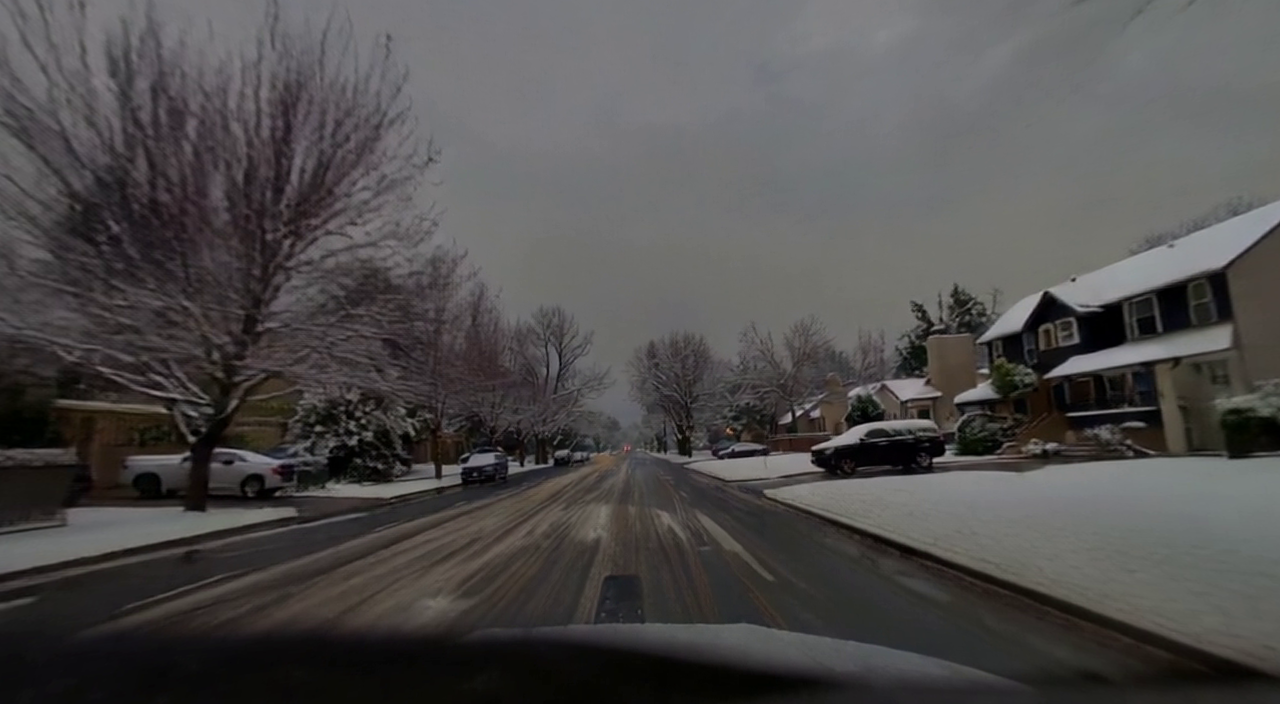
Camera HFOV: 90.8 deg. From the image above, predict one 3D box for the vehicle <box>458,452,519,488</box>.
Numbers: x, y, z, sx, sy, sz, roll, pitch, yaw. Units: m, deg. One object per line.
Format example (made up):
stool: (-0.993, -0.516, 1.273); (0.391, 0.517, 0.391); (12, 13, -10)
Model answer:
vehicle: (-7.668, 6.010, 32.436); (1.973, 1.500, 4.781); (-5, -9, -2)

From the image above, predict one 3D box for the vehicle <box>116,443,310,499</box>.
vehicle: (-14.261, 3.992, 21.376); (4.995, 1.760, 1.988); (0, -9, -2)

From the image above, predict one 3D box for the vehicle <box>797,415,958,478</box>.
vehicle: (8.967, 3.624, 24.202); (5.221, 1.958, 1.992); (-4, -9, 0)
